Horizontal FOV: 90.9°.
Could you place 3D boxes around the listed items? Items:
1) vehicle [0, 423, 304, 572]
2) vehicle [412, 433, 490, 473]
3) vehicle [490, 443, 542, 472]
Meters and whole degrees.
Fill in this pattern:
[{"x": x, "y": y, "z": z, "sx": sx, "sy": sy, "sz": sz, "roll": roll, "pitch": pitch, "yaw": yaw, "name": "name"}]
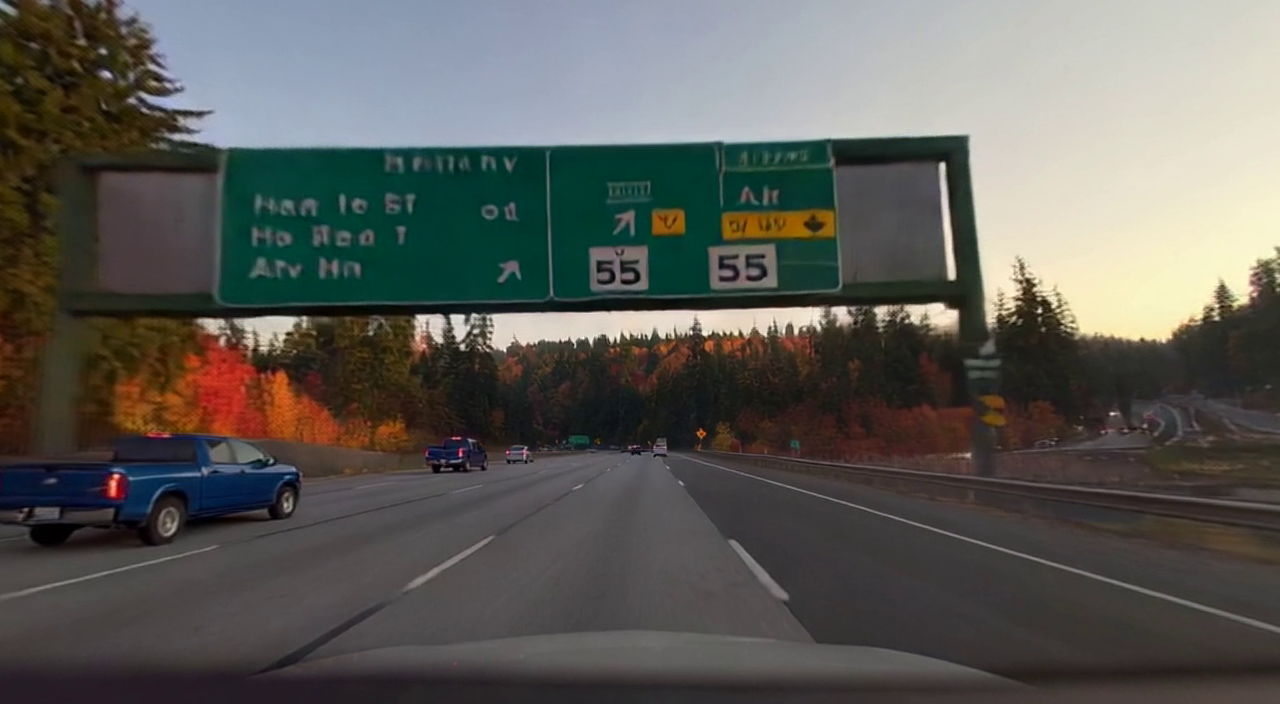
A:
[{"x": -7.192, "y": 1.903, "z": 9.148, "sx": 1.965, "sy": 1.567, "sz": 4.686, "roll": 0, "pitch": -8, "yaw": 1, "name": "vehicle"}, {"x": -10.329, "y": 5.570, "z": 35.007, "sx": 2.347, "sy": 1.984, "sz": 5.778, "roll": 0, "pitch": -8, "yaw": 2, "name": "vehicle"}, {"x": -6.691, "y": 5.732, "z": 34.469, "sx": 1.919, "sy": 1.499, "sz": 4.234, "roll": 0, "pitch": -8, "yaw": 1, "name": "vehicle"}]
